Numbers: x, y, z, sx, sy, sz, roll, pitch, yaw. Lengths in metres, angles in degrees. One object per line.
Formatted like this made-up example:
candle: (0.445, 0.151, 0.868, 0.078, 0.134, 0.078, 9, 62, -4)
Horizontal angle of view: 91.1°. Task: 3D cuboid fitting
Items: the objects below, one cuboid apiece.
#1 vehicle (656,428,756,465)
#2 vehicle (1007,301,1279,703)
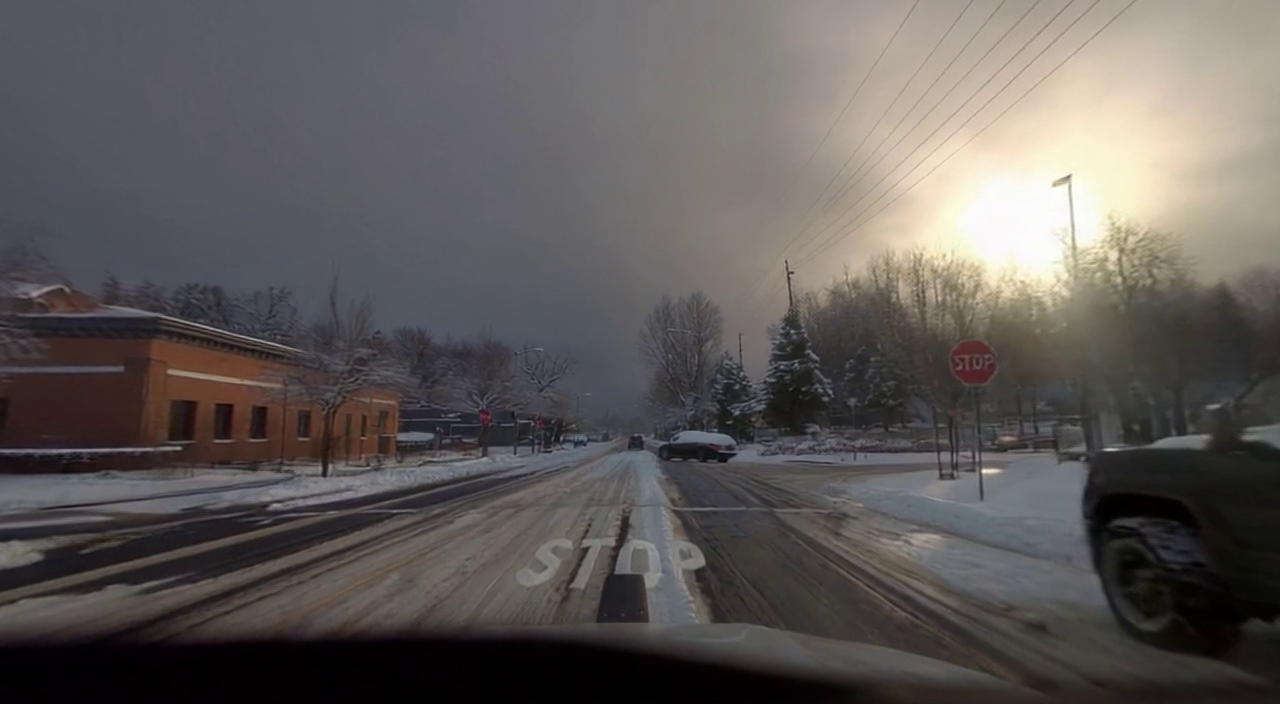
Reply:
vehicle: (3.285, 4.822, 32.041, 2.139, 1.733, 4.791, 8, -12, -43)
vehicle: (4.087, 0.642, 2.099, 2.226, 1.986, 5.786, 0, -8, 0)
